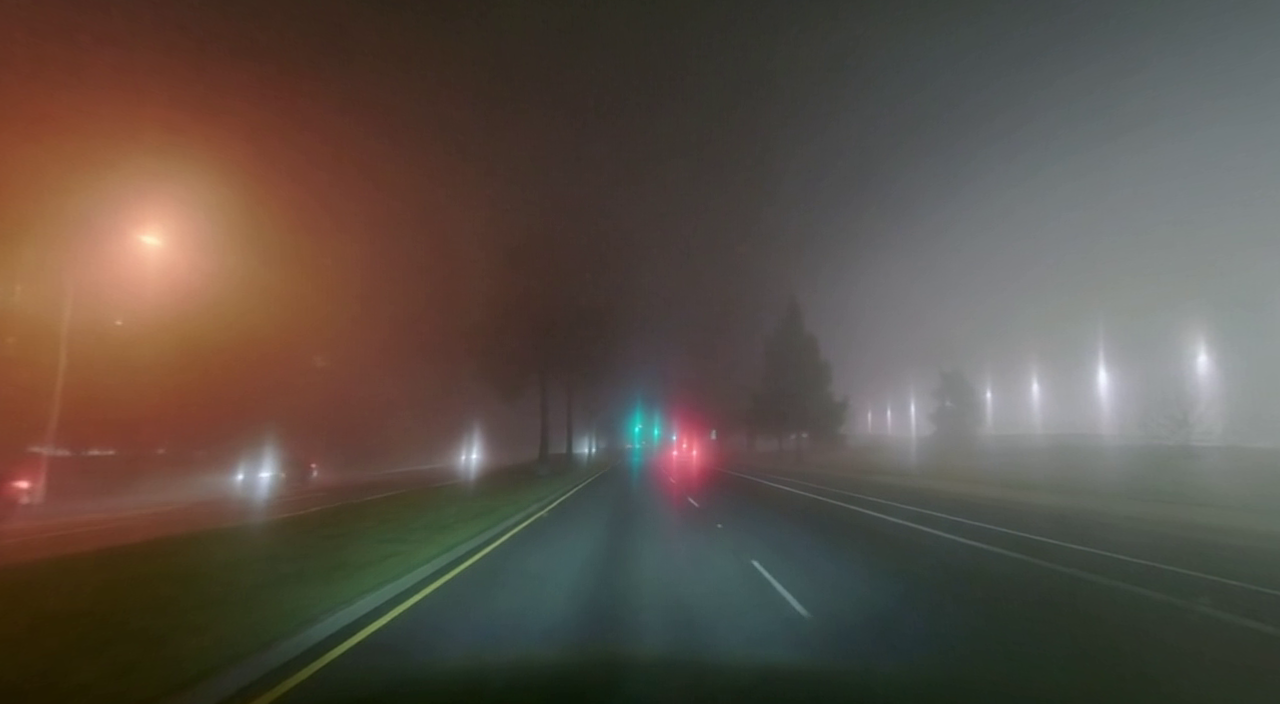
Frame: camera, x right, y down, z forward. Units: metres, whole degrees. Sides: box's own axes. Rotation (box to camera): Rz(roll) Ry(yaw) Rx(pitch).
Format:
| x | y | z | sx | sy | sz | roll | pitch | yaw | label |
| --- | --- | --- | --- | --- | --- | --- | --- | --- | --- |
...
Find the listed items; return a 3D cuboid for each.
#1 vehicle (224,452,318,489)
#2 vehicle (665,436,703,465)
| x | y | z | sx | sy | sz | roll | pitch | yaw | label |
| --- | --- | --- | --- | --- | --- | --- | --- | --- | --- |
| -16.781 | 5.382 | 28.966 | 1.857 | 1.519 | 3.969 | 0 | -8 | 1 | vehicle |
| 2.933 | 6.713 | 43.210 | 2.085 | 1.828 | 5.383 | 0 | -8 | -1 | vehicle |
